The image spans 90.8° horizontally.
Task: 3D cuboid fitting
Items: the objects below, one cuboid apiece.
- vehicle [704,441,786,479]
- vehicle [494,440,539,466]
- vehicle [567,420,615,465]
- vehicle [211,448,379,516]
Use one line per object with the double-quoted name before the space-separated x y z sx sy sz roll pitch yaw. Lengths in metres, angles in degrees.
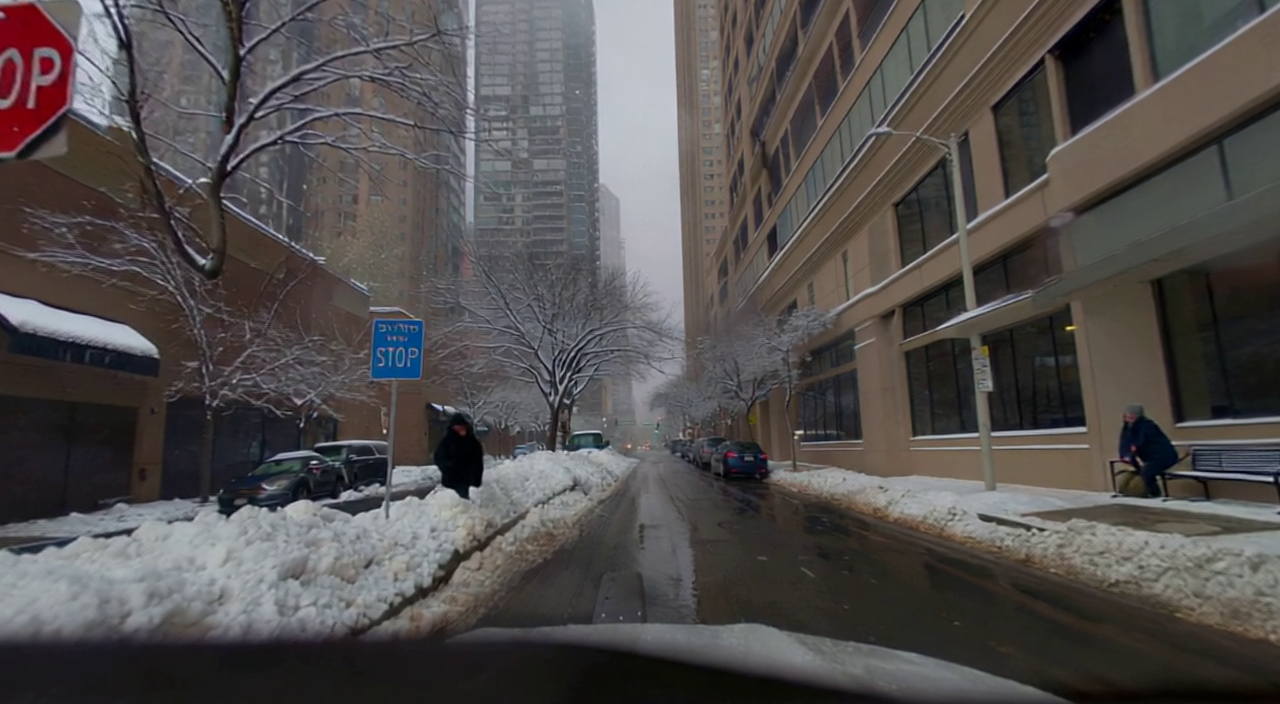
"vehicle" 4.583 4.571 27.112 1.858 1.491 4.329 -5 -10 33
"vehicle" -8.848 7.271 45.736 2.256 1.802 4.333 0 -8 2
"vehicle" -2.988 5.766 40.175 2.317 2.596 6.053 0 -8 3
"vehicle" -8.795 3.308 16.635 2.007 1.503 4.343 0 -8 -1
